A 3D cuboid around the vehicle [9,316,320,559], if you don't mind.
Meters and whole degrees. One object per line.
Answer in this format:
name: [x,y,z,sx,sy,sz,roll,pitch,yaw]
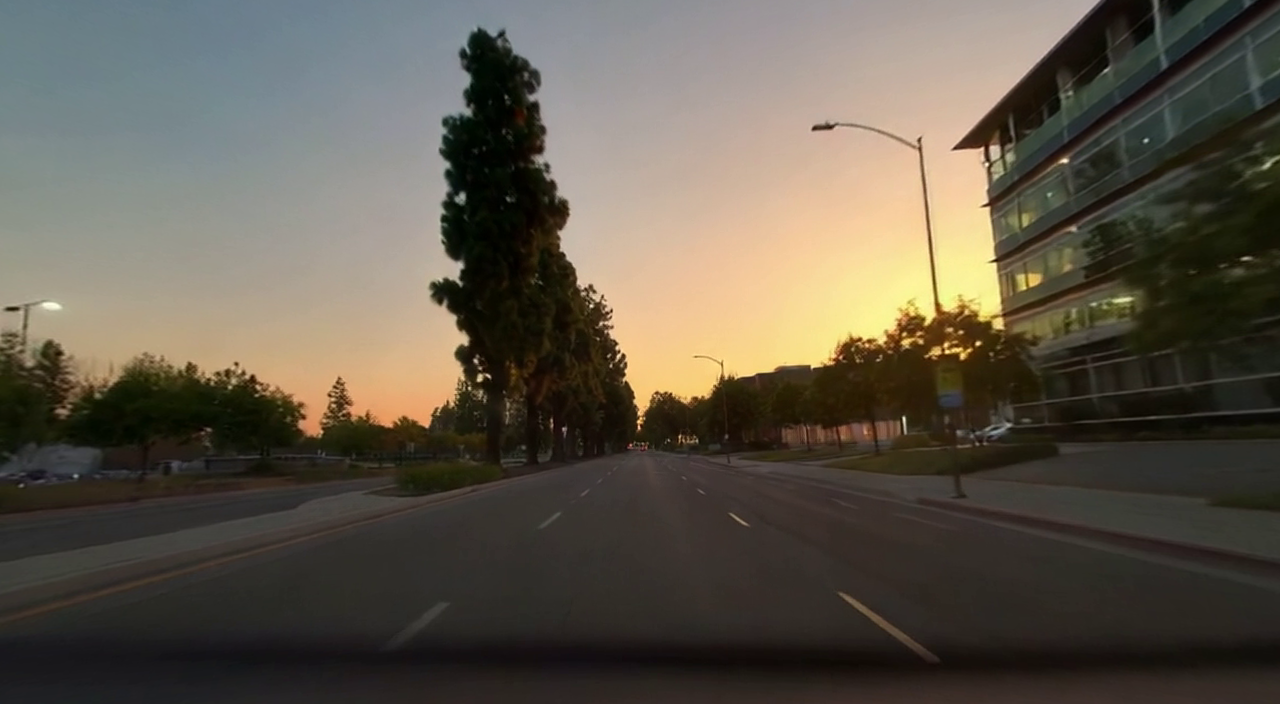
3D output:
vehicle: [-7.528,1.408,10.554,2.837,3.274,3.013,-4,-9,-3]
